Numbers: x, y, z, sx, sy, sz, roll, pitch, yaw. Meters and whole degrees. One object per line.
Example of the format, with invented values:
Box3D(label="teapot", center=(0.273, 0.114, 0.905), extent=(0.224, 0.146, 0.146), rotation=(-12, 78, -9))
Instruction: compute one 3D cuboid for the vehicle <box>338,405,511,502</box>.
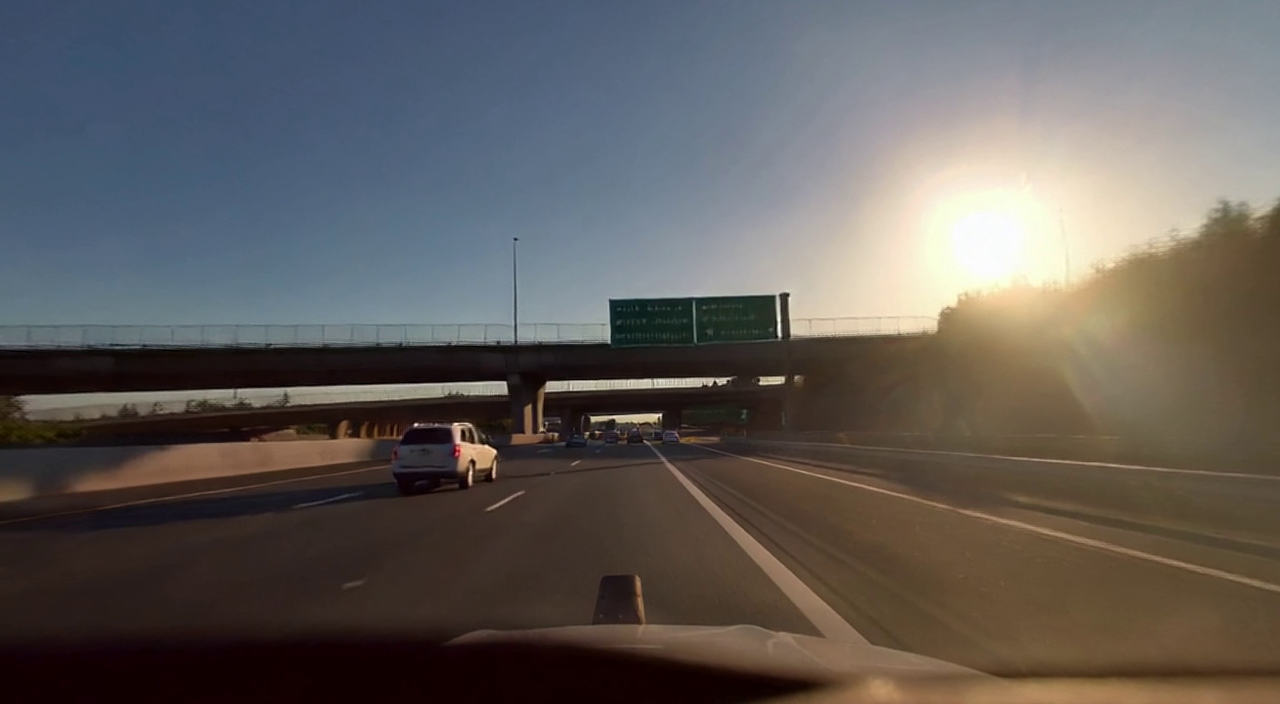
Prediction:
Box3D(label="vehicle", center=(-4.393, 2.161, 13.815), extent=(2.153, 1.730, 4.772), rotation=(0, -8, -1))
